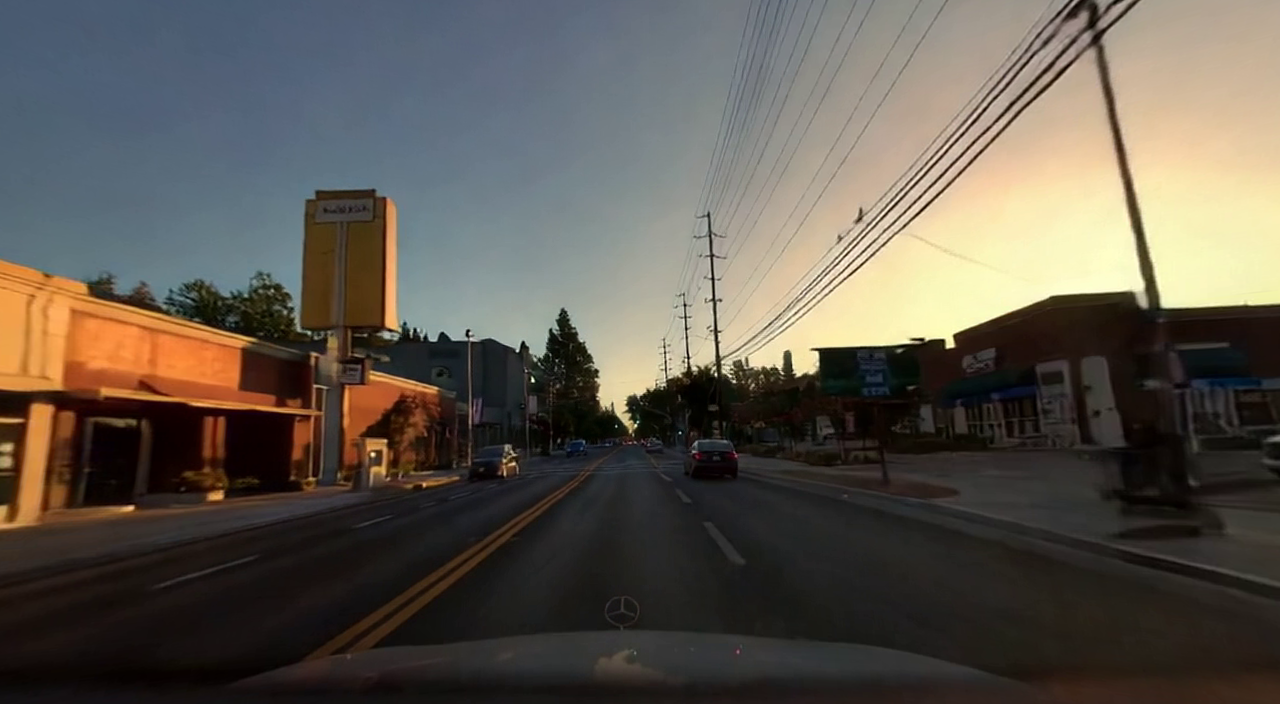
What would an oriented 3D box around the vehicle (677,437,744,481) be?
[{"bbox_3d":[2.514,3.926,23.403,1.975,1.497,3.647,0,-8,-1],"label":"vehicle"}]
